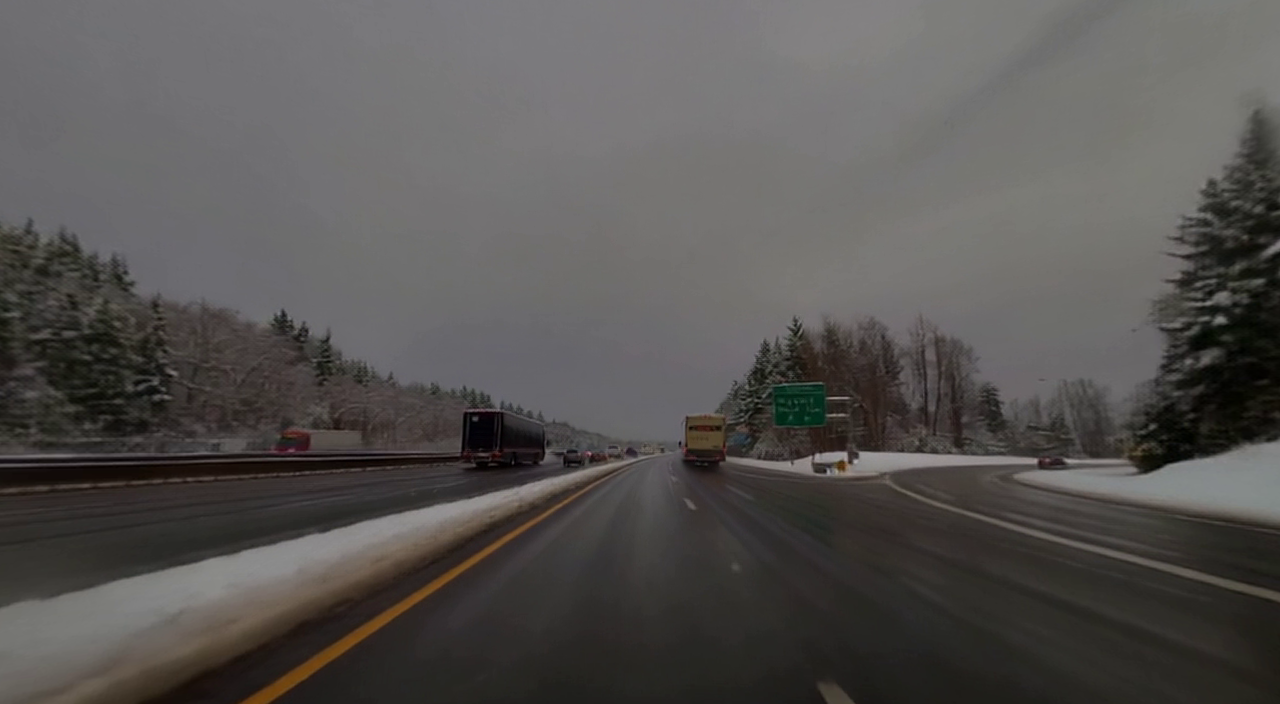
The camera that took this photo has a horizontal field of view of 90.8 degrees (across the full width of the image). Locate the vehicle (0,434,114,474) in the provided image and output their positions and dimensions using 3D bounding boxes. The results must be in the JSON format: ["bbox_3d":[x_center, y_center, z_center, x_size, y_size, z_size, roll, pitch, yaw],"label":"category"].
[{"bbox_3d":[-27.280,4.698,29.037,2.024,1.689,4.613,-1,-9,2],"label":"vehicle"}]

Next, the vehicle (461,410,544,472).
[{"bbox_3d":[-10.185,6.976,48.774,2.891,4.062,14.230,-1,-9,1],"label":"vehicle"}]

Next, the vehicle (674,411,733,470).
[{"bbox_3d":[4.299,6.552,45.827,2.928,3.595,13.975,0,-9,0],"label":"vehicle"}]
